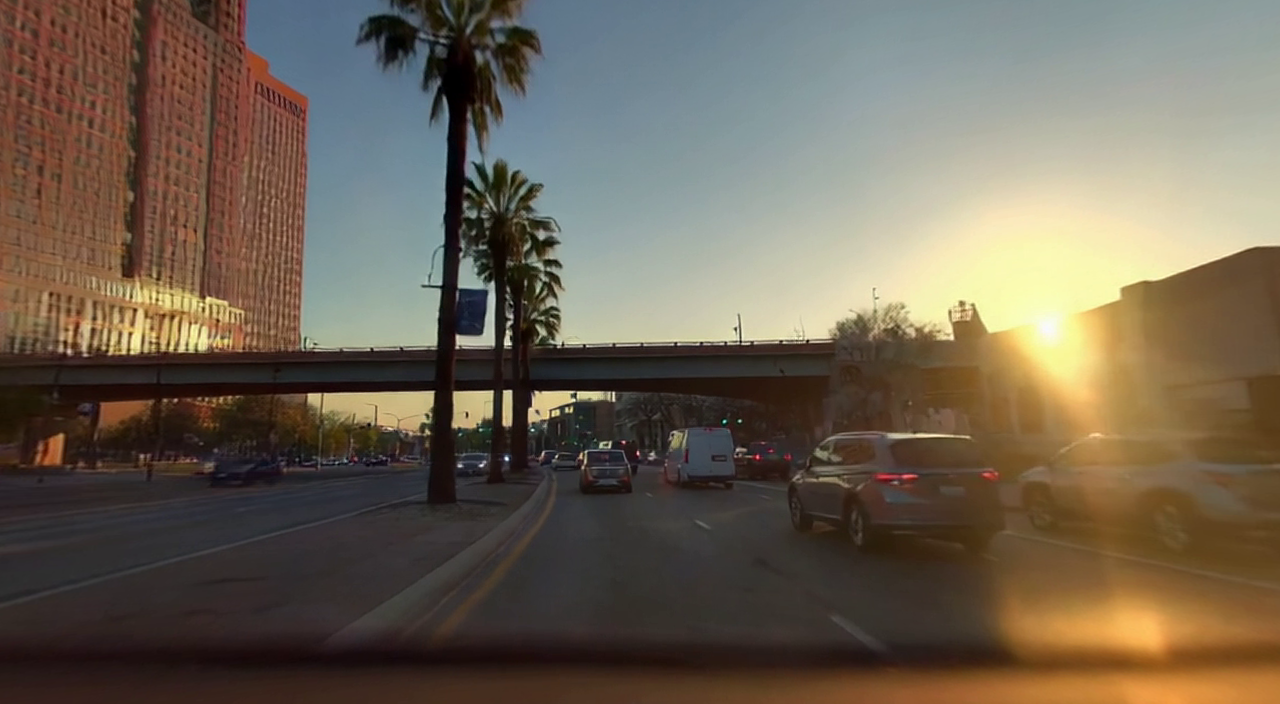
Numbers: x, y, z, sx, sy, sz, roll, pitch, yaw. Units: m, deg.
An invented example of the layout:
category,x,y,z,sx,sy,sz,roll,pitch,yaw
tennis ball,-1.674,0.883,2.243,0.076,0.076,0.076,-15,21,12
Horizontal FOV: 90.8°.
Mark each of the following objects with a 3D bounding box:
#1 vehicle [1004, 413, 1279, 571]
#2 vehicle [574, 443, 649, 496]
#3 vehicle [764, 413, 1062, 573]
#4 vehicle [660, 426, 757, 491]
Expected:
category,x,y,z,sx,sy,sz,roll,pitch,yaw
vehicle,7.709,1.814,8.874,2.107,1.659,4.759,0,-9,-4
vehicle,-1.142,4.042,22.295,2.332,1.625,4.933,1,-9,-6
vehicle,3.383,1.837,9.000,2.151,1.695,4.258,0,-9,-3
vehicle,2.388,3.962,23.860,2.434,2.171,5.098,1,-9,-8
